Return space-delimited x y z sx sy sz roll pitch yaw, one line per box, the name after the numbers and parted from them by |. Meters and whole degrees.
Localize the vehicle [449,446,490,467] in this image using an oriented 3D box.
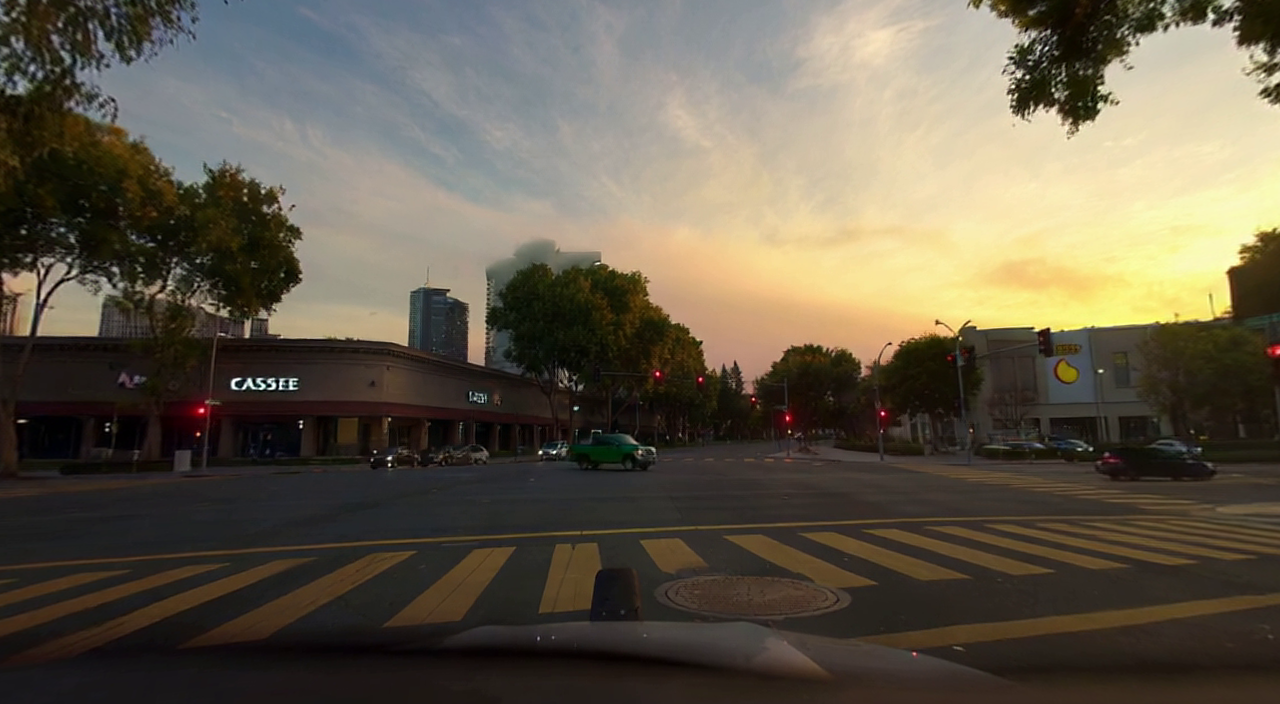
-12.619 7.762 47.093 1.946 1.474 4.008 0 -9 0 | vehicle

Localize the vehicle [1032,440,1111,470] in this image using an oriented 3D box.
26.349 6.265 38.553 4.541 1.731 2.007 5 -10 -28 | vehicle

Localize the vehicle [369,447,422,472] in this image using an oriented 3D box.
-16.245 7.139 42.242 1.883 1.586 4.297 0 -9 -1 | vehicle

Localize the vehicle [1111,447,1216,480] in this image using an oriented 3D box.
25.846 5.463 31.175 4.658 1.478 1.946 4 -9 -24 | vehicle

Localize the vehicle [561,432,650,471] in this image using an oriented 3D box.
-1.979 5.342 34.122 2.289 1.927 5.667 5 -10 -32 | vehicle
